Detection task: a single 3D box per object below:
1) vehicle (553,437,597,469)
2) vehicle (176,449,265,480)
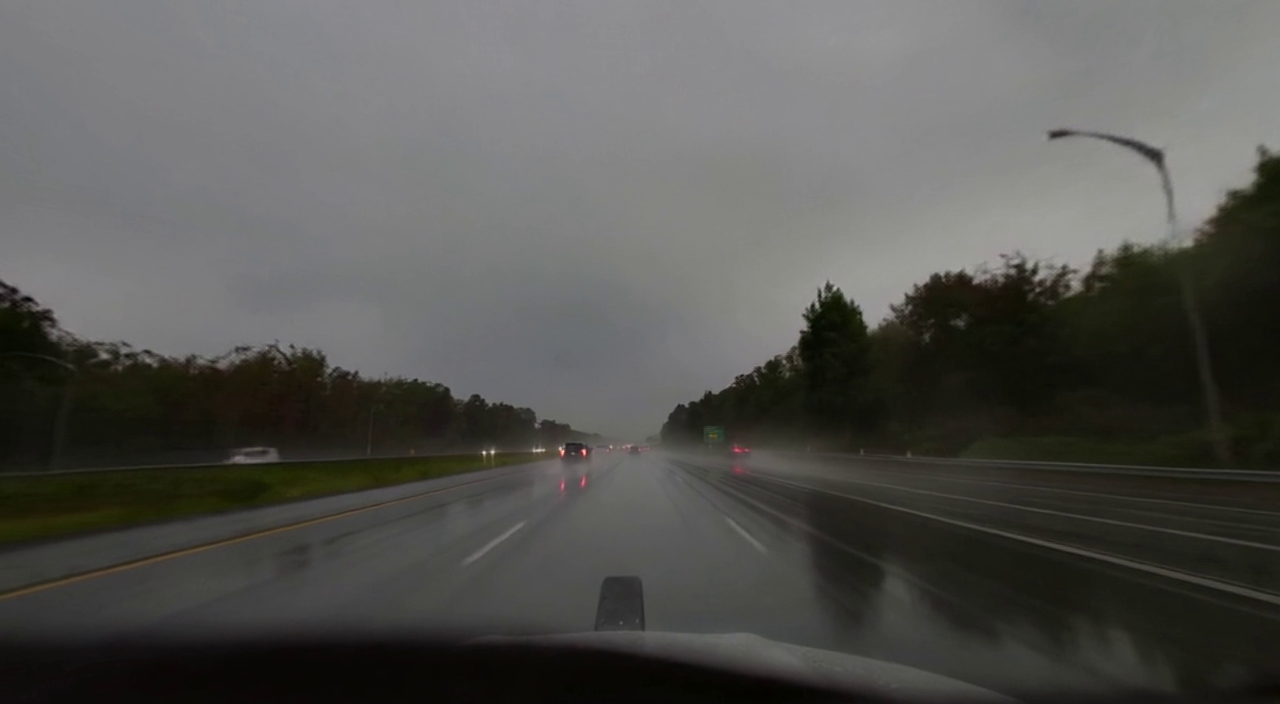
[{"bbox_3d":[-3.819,6.055,37.913,2.114,1.774,4.427,0,-9,0],"label":"vehicle"},{"bbox_3d":[-29.083,7.784,44.105,2.191,1.939,5.830,0,-9,0],"label":"vehicle"}]
